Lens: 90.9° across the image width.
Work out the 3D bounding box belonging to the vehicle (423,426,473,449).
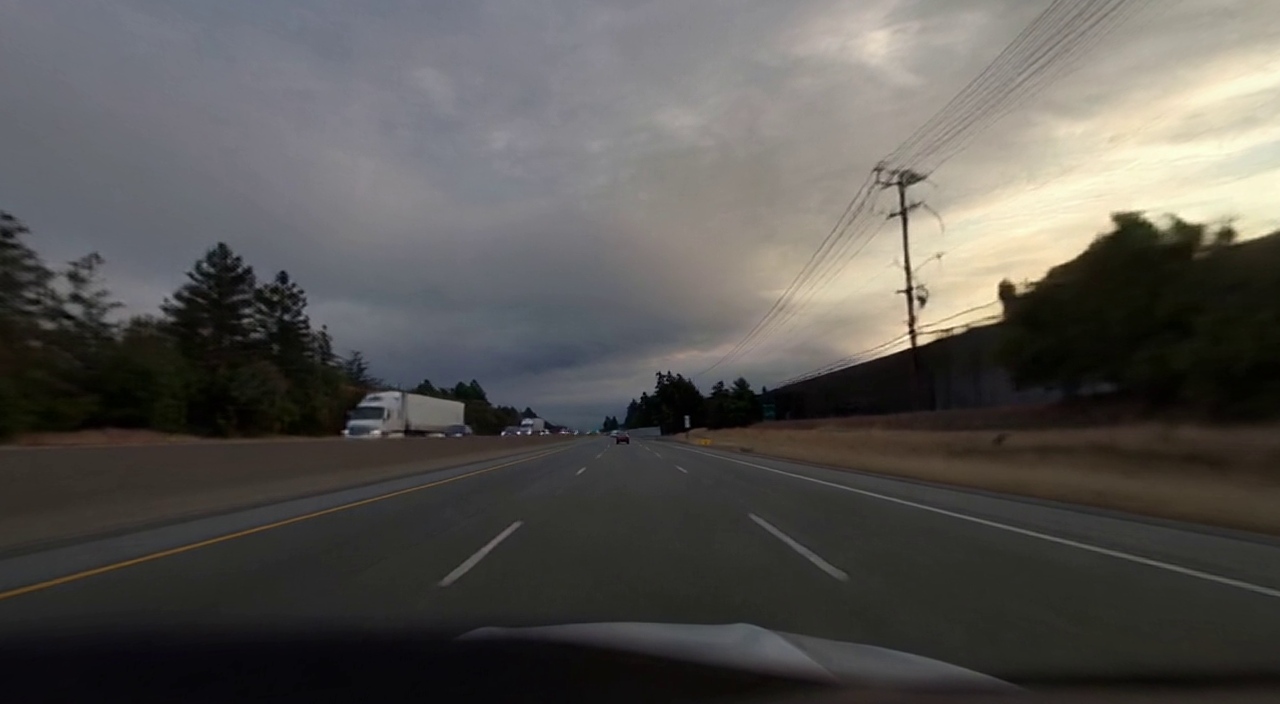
[{"bbox_3d":[-12.945,5.794,42.859,2.027,1.453,4.529,0,-8,-1],"label":"vehicle"}]

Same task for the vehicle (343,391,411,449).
[{"bbox_3d":[-17.044,4.458,40.990,2.979,3.649,3.176,0,-8,-2],"label":"vehicle"}]
